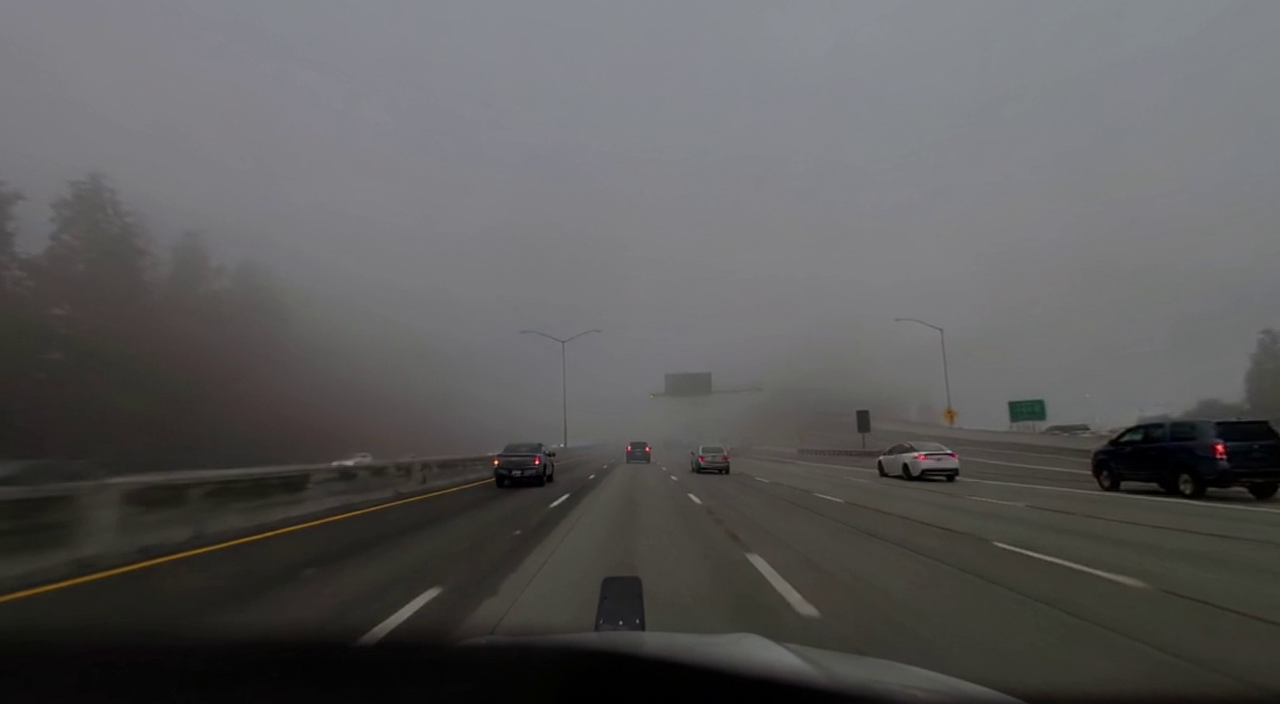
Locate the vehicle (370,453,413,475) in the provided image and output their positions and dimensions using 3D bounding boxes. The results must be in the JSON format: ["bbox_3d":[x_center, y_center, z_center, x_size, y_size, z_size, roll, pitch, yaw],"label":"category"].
[{"bbox_3d":[-16.246,7.315,41.452,1.504,1.354,3.323,0,-8,0],"label":"vehicle"}]

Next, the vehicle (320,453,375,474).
[{"bbox_3d":[-22.897,8.739,49.644,2.028,1.520,4.654,0,-9,0],"label":"vehicle"}]

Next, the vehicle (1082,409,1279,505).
[{"bbox_3d":[12.949,2.349,14.448,2.076,1.799,4.871,0,-9,-1],"label":"vehicle"}]

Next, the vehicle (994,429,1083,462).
[{"bbox_3d":[19.715,4.666,31.484,1.787,1.510,3.947,0,-9,-1],"label":"vehicle"}]

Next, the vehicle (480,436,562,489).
[{"bbox_3d":[-3.972,3.765,21.838,1.992,1.651,4.185,0,-9,0],"label":"vehicle"}]

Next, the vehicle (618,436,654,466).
[{"bbox_3d":[-0.241,6.474,41.298,2.192,1.813,4.864,0,-9,0],"label":"vehicle"}]

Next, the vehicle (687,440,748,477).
[{"bbox_3d":[3.233,4.559,27.285,2.007,1.469,4.337,0,-9,-1],"label":"vehicle"}]

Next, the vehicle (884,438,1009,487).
[{"bbox_3d":[9.568,3.474,20.131,1.910,1.384,3.867,0,-9,-2],"label":"vehicle"}]
